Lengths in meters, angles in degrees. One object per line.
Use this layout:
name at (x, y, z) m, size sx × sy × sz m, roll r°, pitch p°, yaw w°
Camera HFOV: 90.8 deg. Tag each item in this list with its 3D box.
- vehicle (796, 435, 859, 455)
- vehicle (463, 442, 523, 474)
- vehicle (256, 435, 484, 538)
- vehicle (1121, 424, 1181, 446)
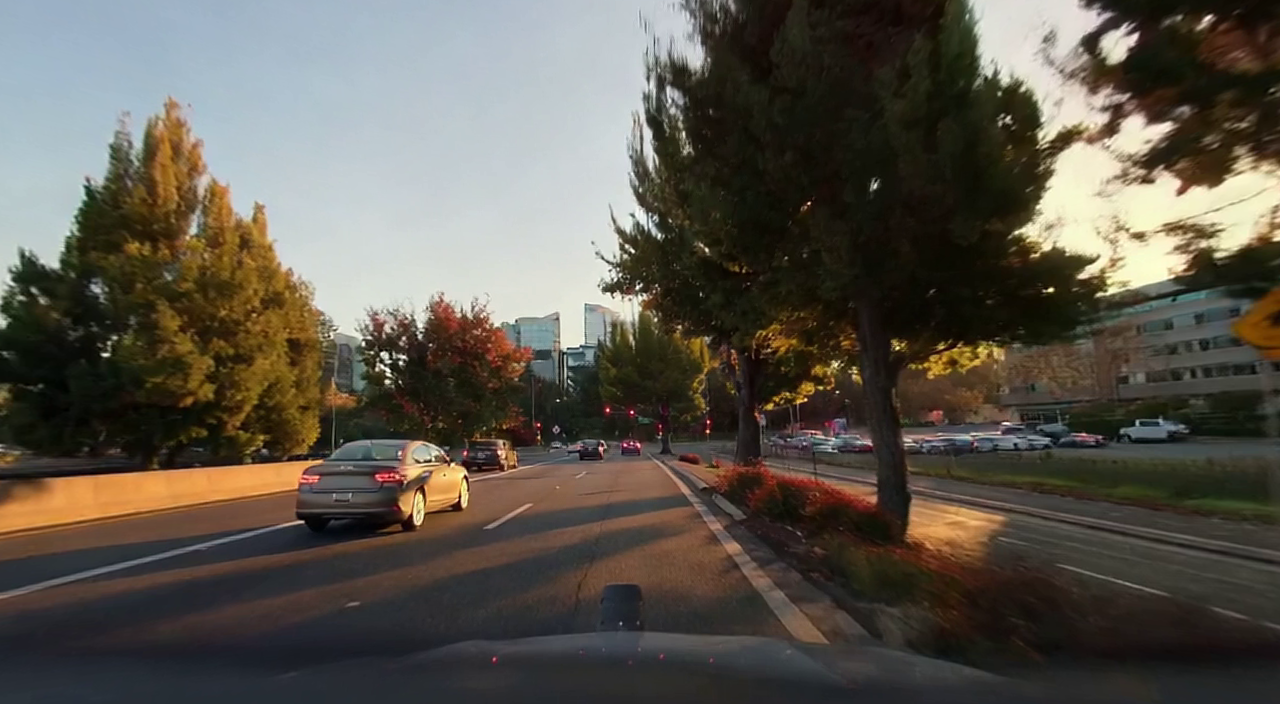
vehicle at (14.502, 7.208, 48.820) m, size 4.505 × 1.472 × 2.020 m, roll 4°, pitch -10°, yaw -27°
vehicle at (-7.235, 5.235, 31.523) m, size 1.852 × 1.458 × 4.422 m, roll 0°, pitch -8°, yaw 1°
vehicle at (-4.532, 2.308, 11.562) m, size 1.920 × 1.480 × 4.549 m, roll -1°, pitch -8°, yaw 4°
vehicle at (39.766, 6.487, 49.132) m, size 4.191 × 1.660 × 2.091 m, roll 5°, pitch -10°, yaw -30°
